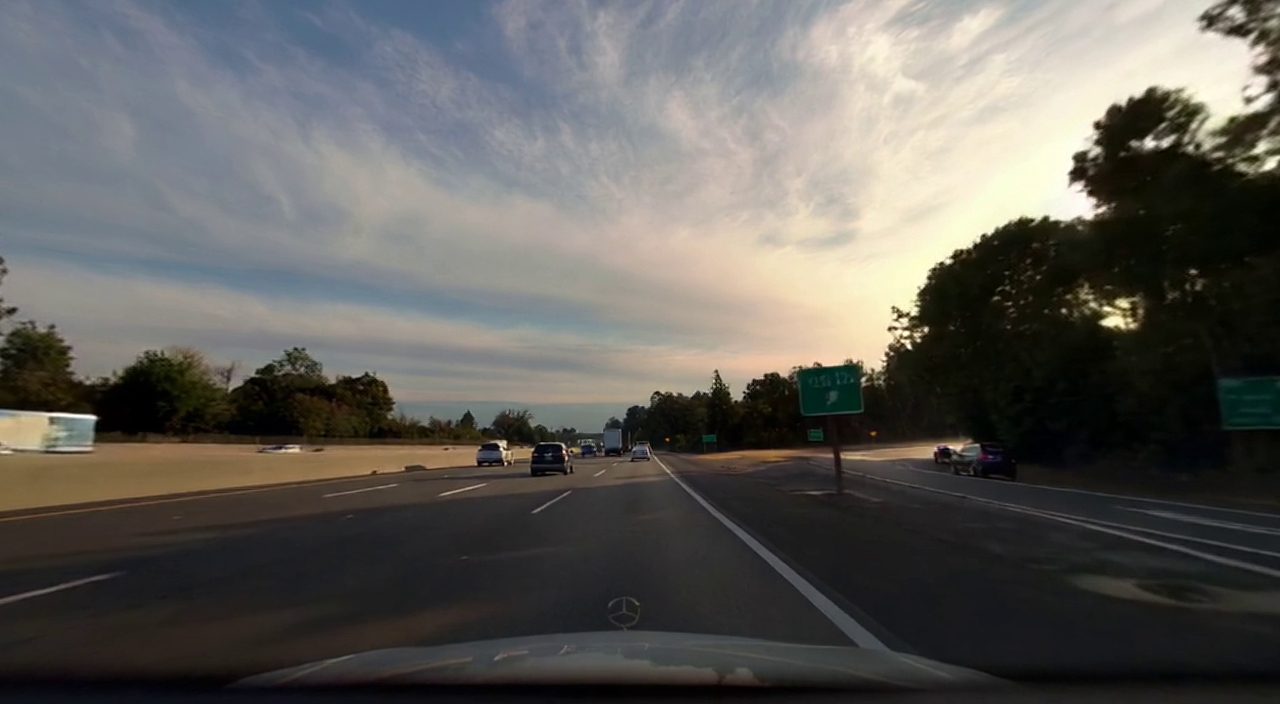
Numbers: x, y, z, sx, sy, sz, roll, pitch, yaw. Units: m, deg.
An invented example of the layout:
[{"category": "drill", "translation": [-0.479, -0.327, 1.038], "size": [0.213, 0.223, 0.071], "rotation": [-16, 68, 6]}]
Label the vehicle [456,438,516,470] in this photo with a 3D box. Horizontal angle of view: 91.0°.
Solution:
[{"category": "vehicle", "translation": [-10.383, 6.953, 43.105], "size": [2.519, 2.029, 6.180], "rotation": [0, -9, 1]}]

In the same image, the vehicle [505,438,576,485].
[{"category": "vehicle", "translation": [-3.857, 4.323, 25.177], "size": [2.094, 1.695, 4.260], "rotation": [0, -9, 1]}]

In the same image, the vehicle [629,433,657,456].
[{"category": "vehicle", "translation": [0.269, 7.342, 49.830], "size": [2.146, 1.687, 4.341], "rotation": [0, -9, 1]}]

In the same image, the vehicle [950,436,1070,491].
[{"category": "vehicle", "translation": [13.680, 4.144, 23.714], "size": [2.200, 1.827, 4.822], "rotation": [-2, -9, 10]}]
